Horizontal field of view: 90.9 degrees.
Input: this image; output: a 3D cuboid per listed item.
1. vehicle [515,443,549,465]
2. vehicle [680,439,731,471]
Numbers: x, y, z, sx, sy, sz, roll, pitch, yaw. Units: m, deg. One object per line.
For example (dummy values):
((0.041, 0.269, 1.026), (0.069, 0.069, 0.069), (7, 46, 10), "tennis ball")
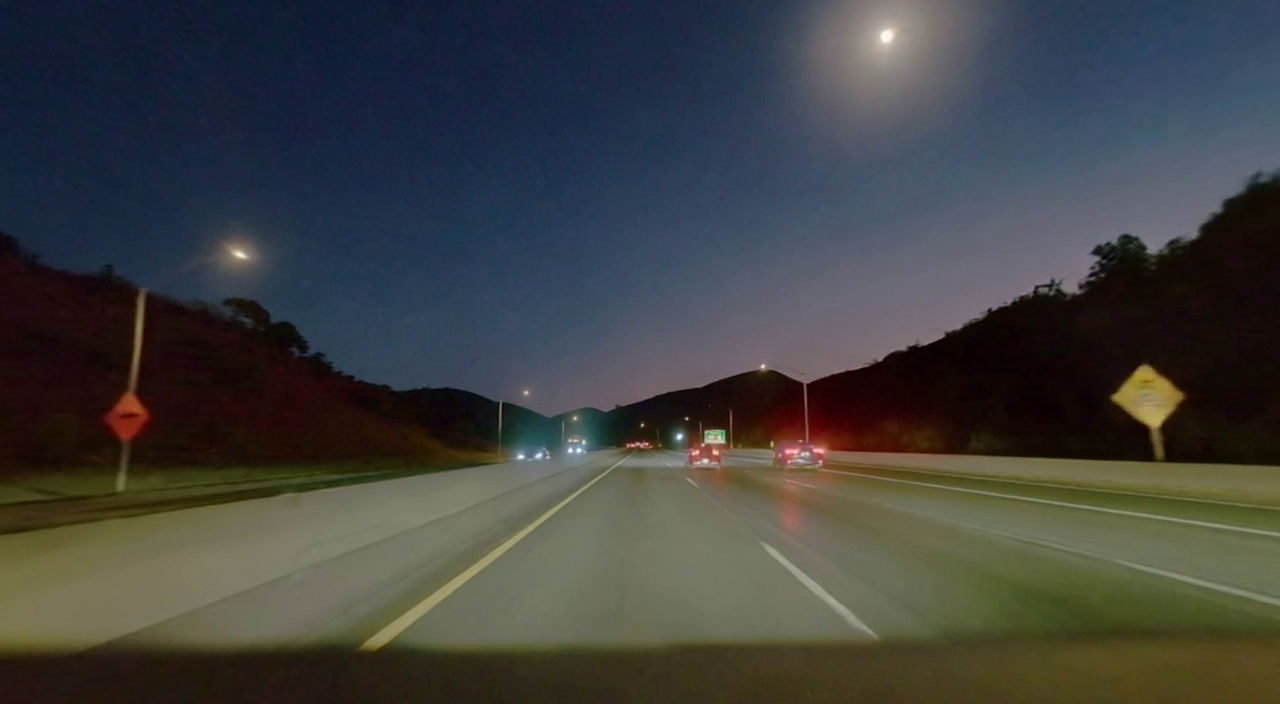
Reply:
((-8.375, 7.974, 49.292), (1.912, 1.612, 4.140), (0, -8, 1), "vehicle")
((3.141, 5.062, 31.113), (2.044, 1.444, 4.216), (0, -8, -1), "vehicle")
